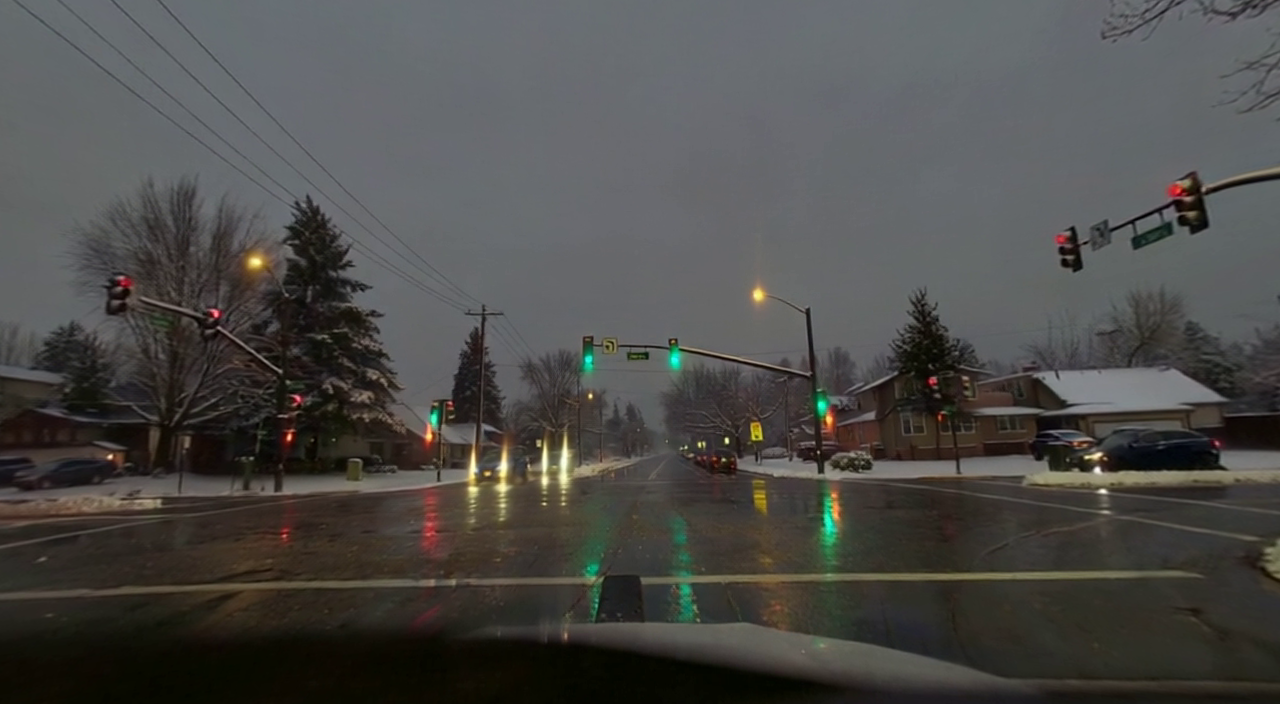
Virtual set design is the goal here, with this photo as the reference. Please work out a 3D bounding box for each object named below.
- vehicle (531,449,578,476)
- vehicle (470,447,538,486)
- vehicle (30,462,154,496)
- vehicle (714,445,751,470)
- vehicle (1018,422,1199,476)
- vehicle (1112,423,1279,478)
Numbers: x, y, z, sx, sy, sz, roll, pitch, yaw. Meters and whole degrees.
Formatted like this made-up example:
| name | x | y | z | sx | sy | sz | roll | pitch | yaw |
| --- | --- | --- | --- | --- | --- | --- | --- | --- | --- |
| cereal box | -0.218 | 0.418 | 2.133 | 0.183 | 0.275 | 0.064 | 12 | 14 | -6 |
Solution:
| name | x | y | z | sx | sy | sz | roll | pitch | yaw |
| --- | --- | --- | --- | --- | --- | --- | --- | --- | --- |
| vehicle | -5.822 | 7.556 | 43.445 | 2.270 | 1.605 | 4.958 | -2 | -9 | 3 |
| vehicle | -6.229 | 5.264 | 29.390 | 1.982 | 1.686 | 4.195 | -1 | -8 | 4 |
| vehicle | -30.105 | 6.988 | 34.971 | 2.106 | 1.586 | 5.009 | -1 | -8 | 4 |
| vehicle | 6.207 | 7.116 | 42.911 | 1.891 | 1.611 | 4.269 | 0 | -8 | 1 |
| vehicle | 16.006 | 3.342 | 21.815 | 4.452 | 1.711 | 2.186 | 0 | -8 | 1 |
| vehicle | 16.958 | 2.897 | 18.703 | 4.345 | 1.517 | 1.913 | 0 | -8 | 1 |
